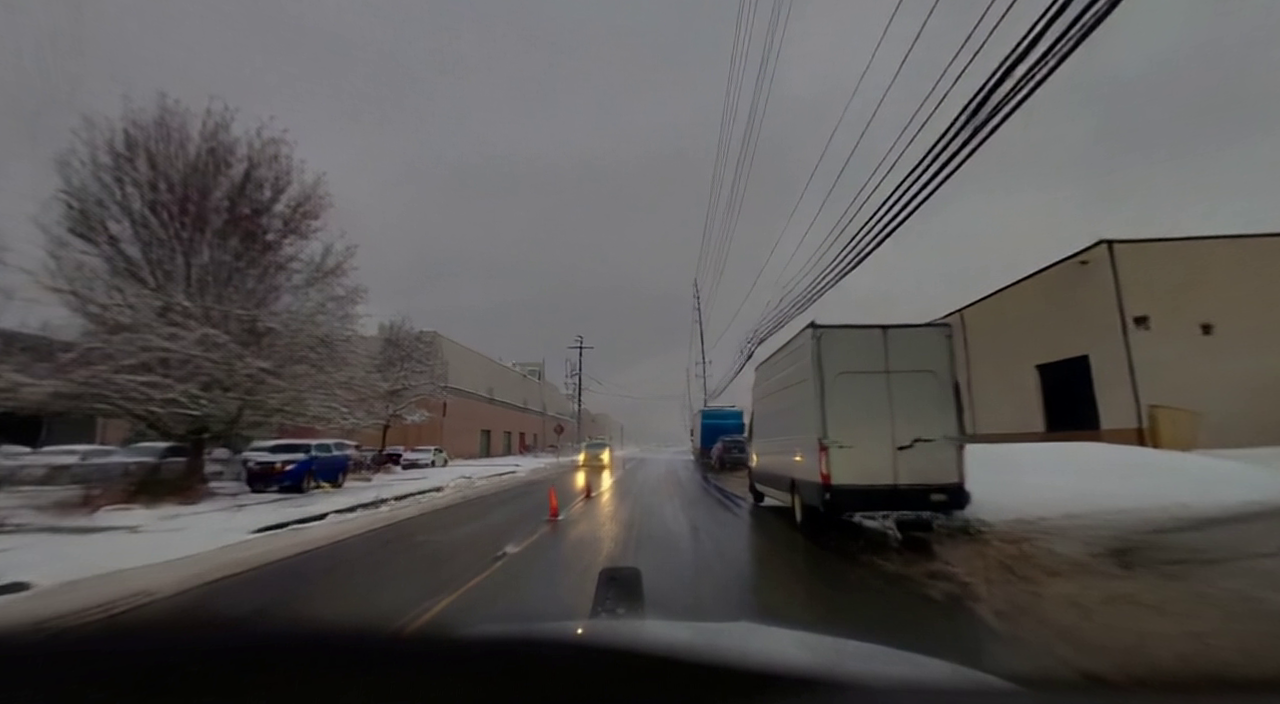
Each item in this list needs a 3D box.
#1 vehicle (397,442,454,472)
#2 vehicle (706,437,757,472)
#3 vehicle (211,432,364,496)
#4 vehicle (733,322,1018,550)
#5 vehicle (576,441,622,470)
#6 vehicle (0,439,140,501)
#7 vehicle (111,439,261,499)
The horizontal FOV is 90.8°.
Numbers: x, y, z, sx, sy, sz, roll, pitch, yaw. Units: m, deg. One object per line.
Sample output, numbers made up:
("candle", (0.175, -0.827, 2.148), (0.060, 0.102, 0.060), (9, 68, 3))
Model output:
("vehicle", (-13.523, 6.609, 40.138), (2.078, 1.674, 4.652), (-2, -8, -1))
("vehicle", (4.693, 5.326, 32.991), (1.892, 1.696, 4.332), (0, -8, -1))
("vehicle", (-12.200, 3.889, 22.470), (2.287, 1.975, 5.511), (0, -8, -1))
("vehicle", (3.949, 1.717, 12.940), (2.871, 3.301, 7.433), (0, -8, 0))
("vehicle", (-2.230, 5.772, 35.468), (1.988, 1.479, 4.485), (-1, -8, 4))
("vehicle", (-20.313, 4.008, 21.967), (2.026, 1.885, 4.932), (0, -8, -4))
("vehicle", (-15.162, 3.871, 21.476), (1.971, 1.789, 4.360), (0, -8, -3))
